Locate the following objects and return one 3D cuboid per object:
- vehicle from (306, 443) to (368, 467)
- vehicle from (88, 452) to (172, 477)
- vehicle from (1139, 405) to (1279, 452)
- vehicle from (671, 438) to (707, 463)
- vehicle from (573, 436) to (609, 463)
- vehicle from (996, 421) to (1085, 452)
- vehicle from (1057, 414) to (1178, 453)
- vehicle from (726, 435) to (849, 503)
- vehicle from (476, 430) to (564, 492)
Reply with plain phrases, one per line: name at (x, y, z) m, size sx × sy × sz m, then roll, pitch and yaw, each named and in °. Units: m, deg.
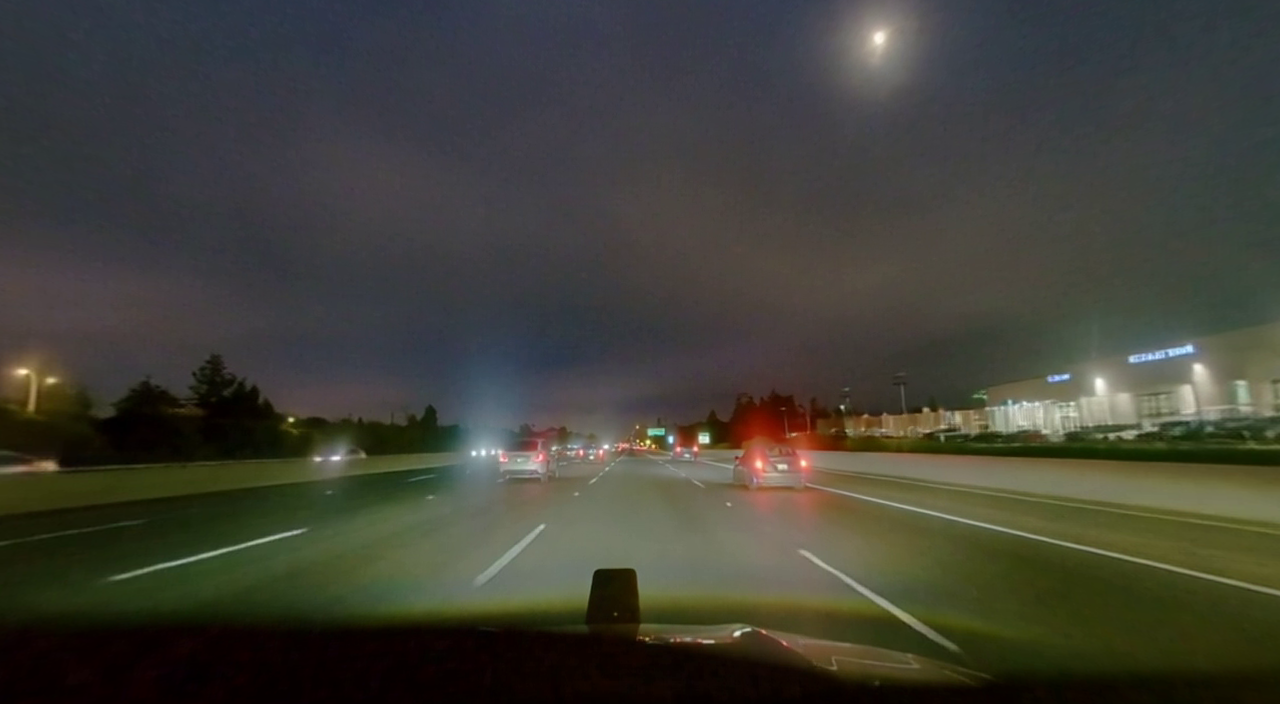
vehicle at (-21.345, 7.268, 44.689) m, size 2.041 × 1.617 × 4.749 m, roll 0°, pitch -8°, yaw 0°
vehicle at (-31.127, 6.849, 38.712) m, size 1.729 × 1.438 × 4.151 m, roll 0°, pitch -8°, yaw -1°
vehicle at (27.622, 3.763, 30.429) m, size 2.031 × 1.963 × 6.154 m, roll -2°, pitch -9°, yaw -1°
vehicle at (3.667, 7.453, 47.849) m, size 2.198 × 1.807 × 4.530 m, roll 0°, pitch -8°, yaw -2°
vehicle at (-3.797, 7.726, 49.966) m, size 2.410 × 1.981 × 5.355 m, roll 0°, pitch -8°, yaw 0°
vehicle at (27.650, 5.948, 43.920) m, size 2.212 × 1.977 × 5.953 m, roll -1°, pitch -9°, yaw -1°
vehicle at (27.764, 4.876, 37.130) m, size 2.054 × 2.041 × 6.354 m, roll -1°, pitch -9°, yaw -1°
vehicle at (3.641, 2.982, 16.564) m, size 1.957 × 1.510 × 4.643 m, roll 0°, pitch -8°, yaw -2°
vehicle at (-3.776, 3.527, 20.765) m, size 1.987 × 1.765 × 4.508 m, roll 0°, pitch -8°, yaw 0°
